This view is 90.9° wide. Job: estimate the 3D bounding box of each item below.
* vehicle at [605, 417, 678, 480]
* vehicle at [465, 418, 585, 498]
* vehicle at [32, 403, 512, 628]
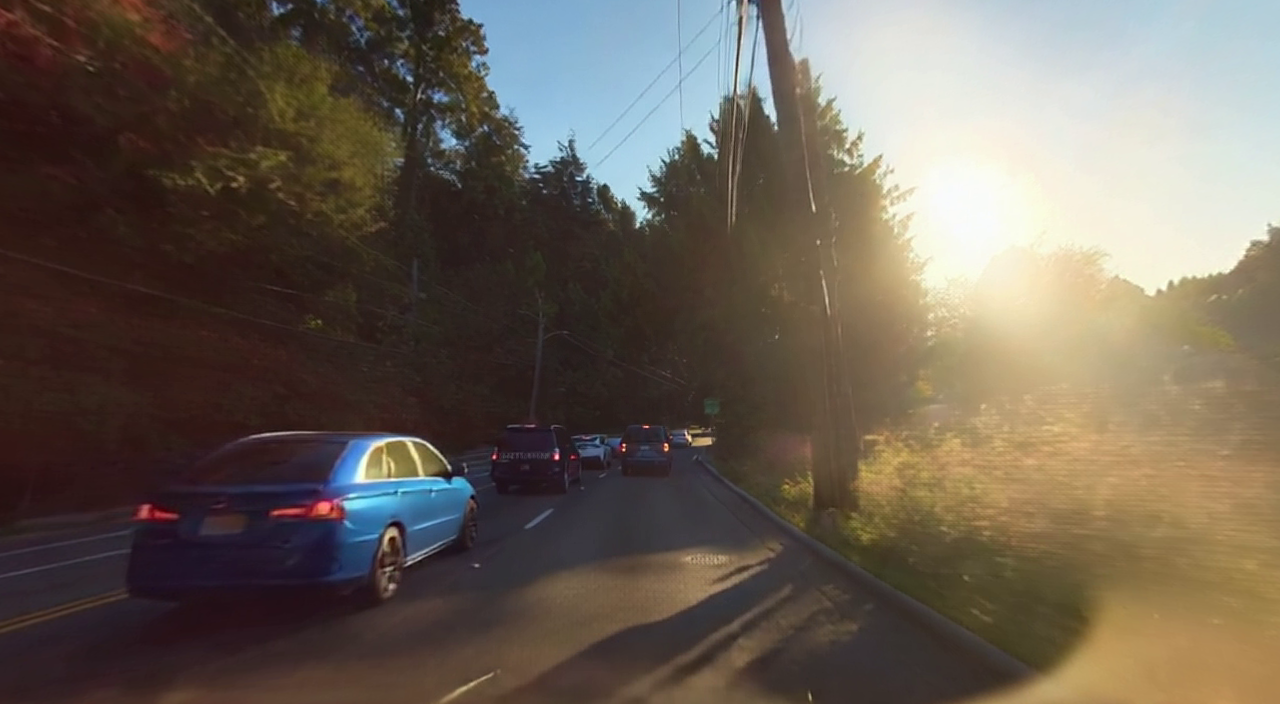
[{"bbox_3d":[0.136,3.279,21.537,2.241,1.912,4.095,-1,-8,3],"label":"vehicle"},{"bbox_3d":[-2.797,2.734,16.578,2.062,1.796,4.657,-1,-8,3],"label":"vehicle"},{"bbox_3d":[-3.078,1.474,6.841,2.180,1.546,4.755,0,-8,2],"label":"vehicle"}]
